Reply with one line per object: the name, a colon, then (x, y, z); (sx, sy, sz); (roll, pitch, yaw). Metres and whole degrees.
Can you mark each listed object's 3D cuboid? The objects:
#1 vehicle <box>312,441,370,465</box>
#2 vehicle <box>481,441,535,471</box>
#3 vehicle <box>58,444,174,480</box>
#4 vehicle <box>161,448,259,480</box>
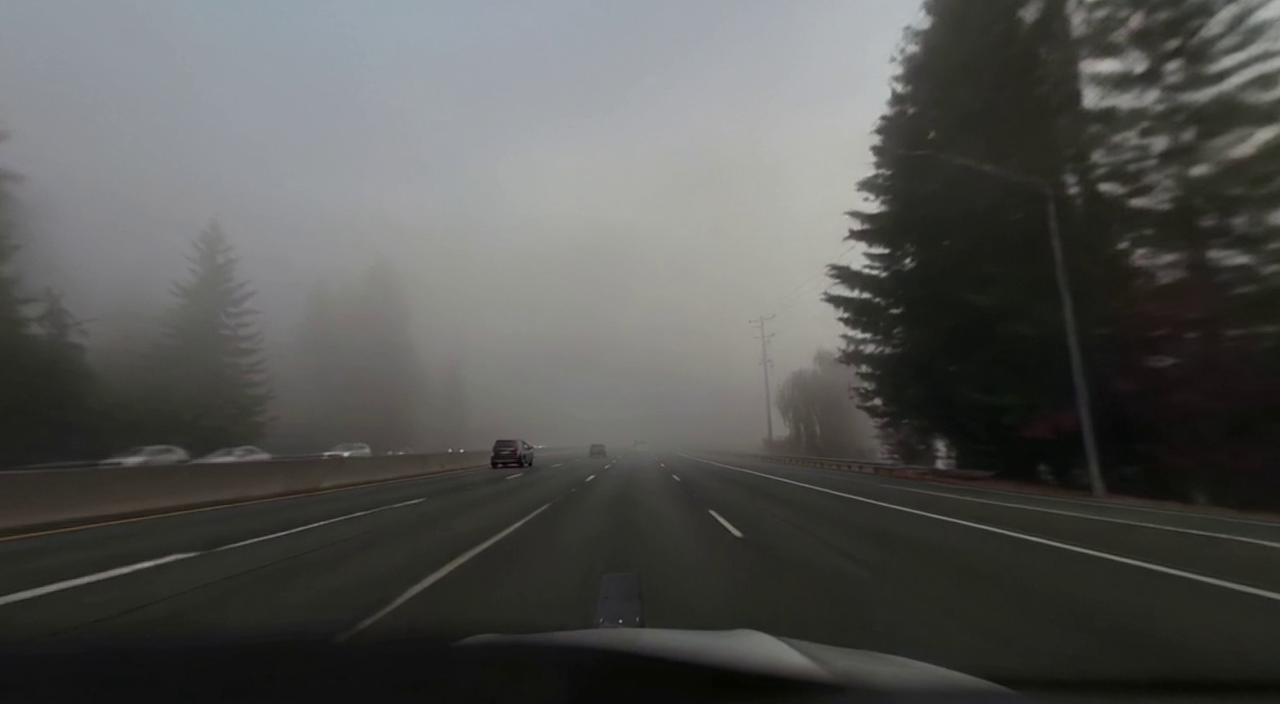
vehicle: (-21.621, 7.340, 45.763); (1.934, 1.598, 4.794); (0, -9, 0)
vehicle: (-7.412, 5.877, 35.793); (2.034, 1.563, 4.476); (0, -9, 1)
vehicle: (-25.382, 5.320, 30.728); (1.897, 1.611, 4.344); (0, -9, 0)
vehicle: (-21.679, 5.649, 31.989); (1.855, 1.496, 4.408); (0, -9, 0)
